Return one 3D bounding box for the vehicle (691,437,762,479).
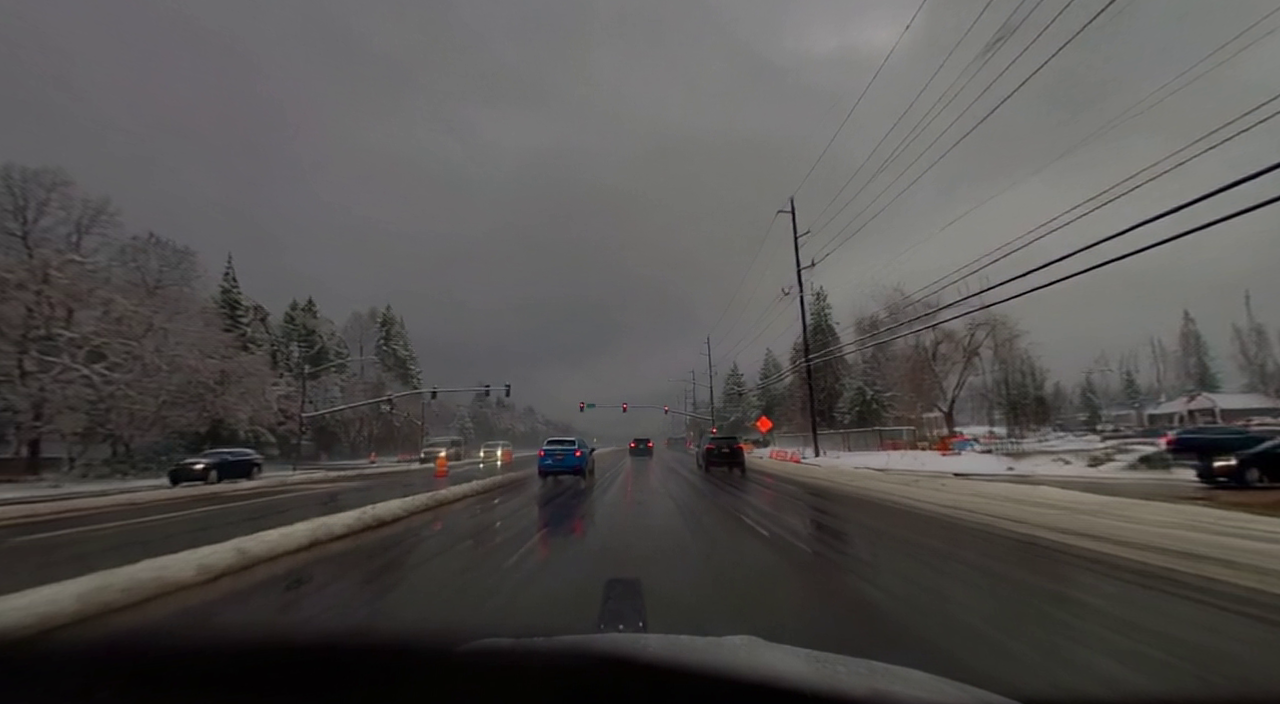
[{"bbox_3d":[3.285,4.142,24.969,2.142,1.475,4.565,0,-8,0],"label":"vehicle"}]

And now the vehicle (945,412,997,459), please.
[{"bbox_3d":[25.769,6.366,48.829,2.825,3.296,8.344,-3,-7,32],"label":"vehicle"}]

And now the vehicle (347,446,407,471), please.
[{"bbox_3d":[-17.183,6.961,41.408,1.911,1.509,4.406,0,-8,2],"label":"vehicle"}]

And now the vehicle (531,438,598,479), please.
[{"bbox_3d":[-2.969,4.320,25.914,2.087,1.480,4.825,0,-8,1],"label":"vehicle"}]

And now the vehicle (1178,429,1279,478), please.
[{"bbox_3d":[20.163,3.441,21.657,1.928,1.466,4.677,-5,-10,33],"label":"vehicle"}]

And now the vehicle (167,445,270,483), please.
[{"bbox_3d":[-21.160,5.625,31.964,1.977,1.760,4.569,0,-8,1],"label":"vehicle"}]

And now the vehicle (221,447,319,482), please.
[{"bbox_3d":[-17.492,5.319,30.096,1.813,1.513,4.457,0,-8,2],"label":"vehicle"}]

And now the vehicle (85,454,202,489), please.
[{"bbox_3d":[-24.471,5.874,31.352,1.899,1.472,4.745,0,-8,0],"label":"vehicle"}]

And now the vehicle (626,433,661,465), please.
[{"bbox_3d":[0.222,6.035,39.323,2.060,1.845,4.151,0,-8,0],"label":"vehicle"}]

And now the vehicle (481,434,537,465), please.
[{"bbox_3d":[-8.926,6.701,43.615,2.392,2.012,5.727,0,-8,2],"label":"vehicle"}]

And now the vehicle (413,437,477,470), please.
[{"bbox_3d":[-9.646,5.041,31.426,1.774,1.535,3.828,0,-8,3],"label":"vehicle"}]
